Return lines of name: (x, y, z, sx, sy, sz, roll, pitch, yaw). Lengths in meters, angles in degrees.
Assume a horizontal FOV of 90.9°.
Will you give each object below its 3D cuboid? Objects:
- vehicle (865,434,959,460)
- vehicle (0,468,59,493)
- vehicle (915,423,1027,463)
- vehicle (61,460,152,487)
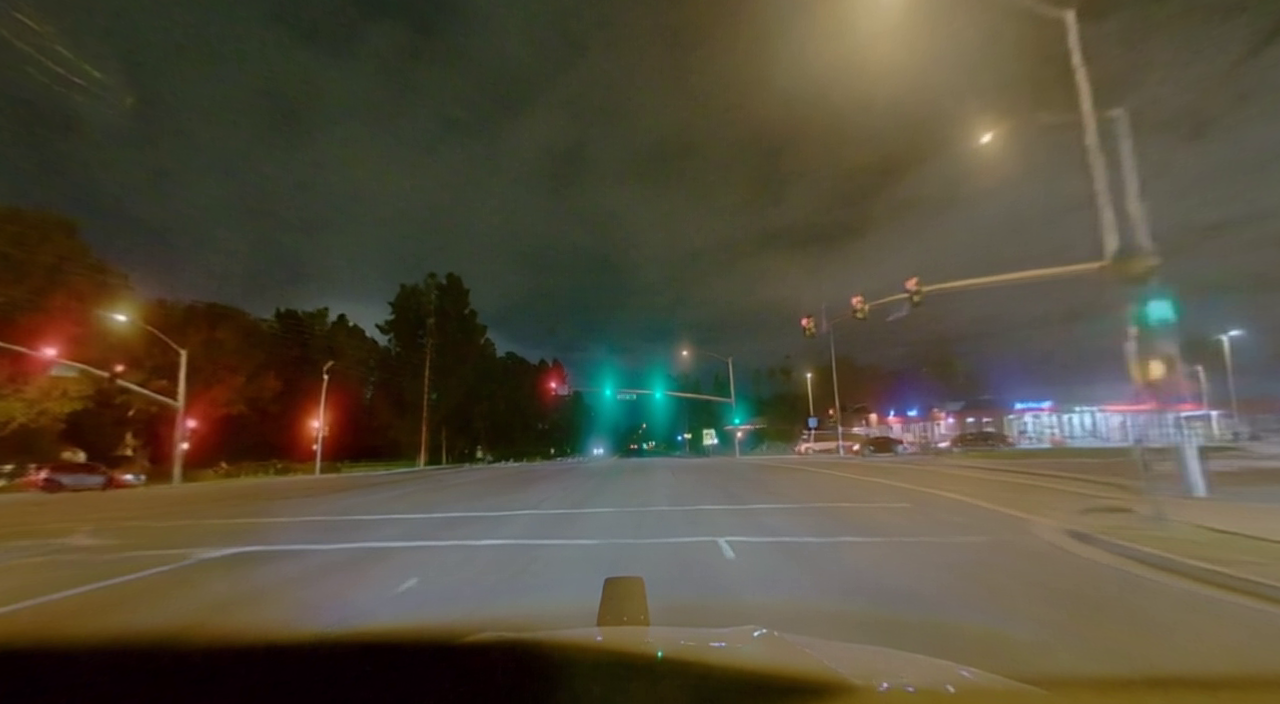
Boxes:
vehicle: (15.918, 5.576, 37.005, 4.582, 1.436, 2.073, 1, -9, -7)
vehicle: (-46.201, 9.598, 47.203, 1.710, 1.593, 4.501, 2, -9, -12)
vehicle: (17.809, 4.915, 34.021, 4.721, 1.637, 2.256, -4, -8, -9)
vehicle: (-40.625, 9.230, 48.154, 2.122, 1.822, 4.986, -2, -9, 9)
